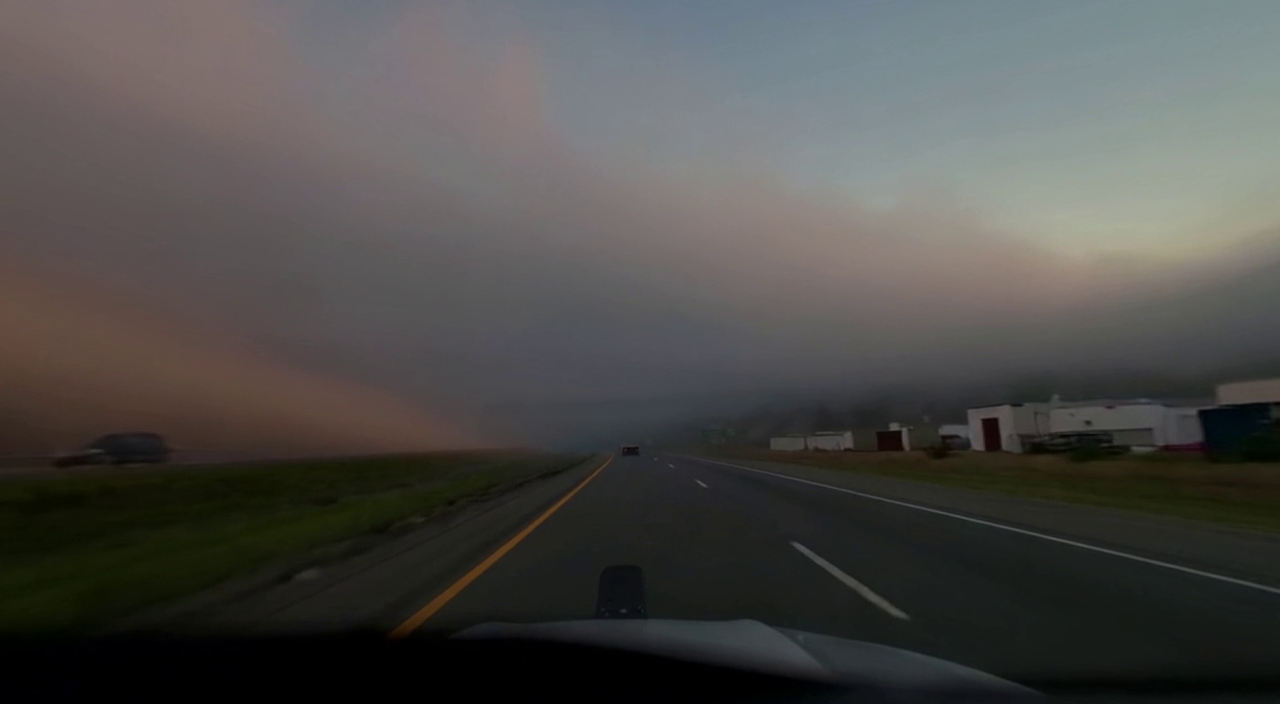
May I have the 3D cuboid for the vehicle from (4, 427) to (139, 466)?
[{"bbox_3d":[-28.615,4.797,32.048,2.008,1.790,5.262,0,-8,-1],"label":"vehicle"}]
